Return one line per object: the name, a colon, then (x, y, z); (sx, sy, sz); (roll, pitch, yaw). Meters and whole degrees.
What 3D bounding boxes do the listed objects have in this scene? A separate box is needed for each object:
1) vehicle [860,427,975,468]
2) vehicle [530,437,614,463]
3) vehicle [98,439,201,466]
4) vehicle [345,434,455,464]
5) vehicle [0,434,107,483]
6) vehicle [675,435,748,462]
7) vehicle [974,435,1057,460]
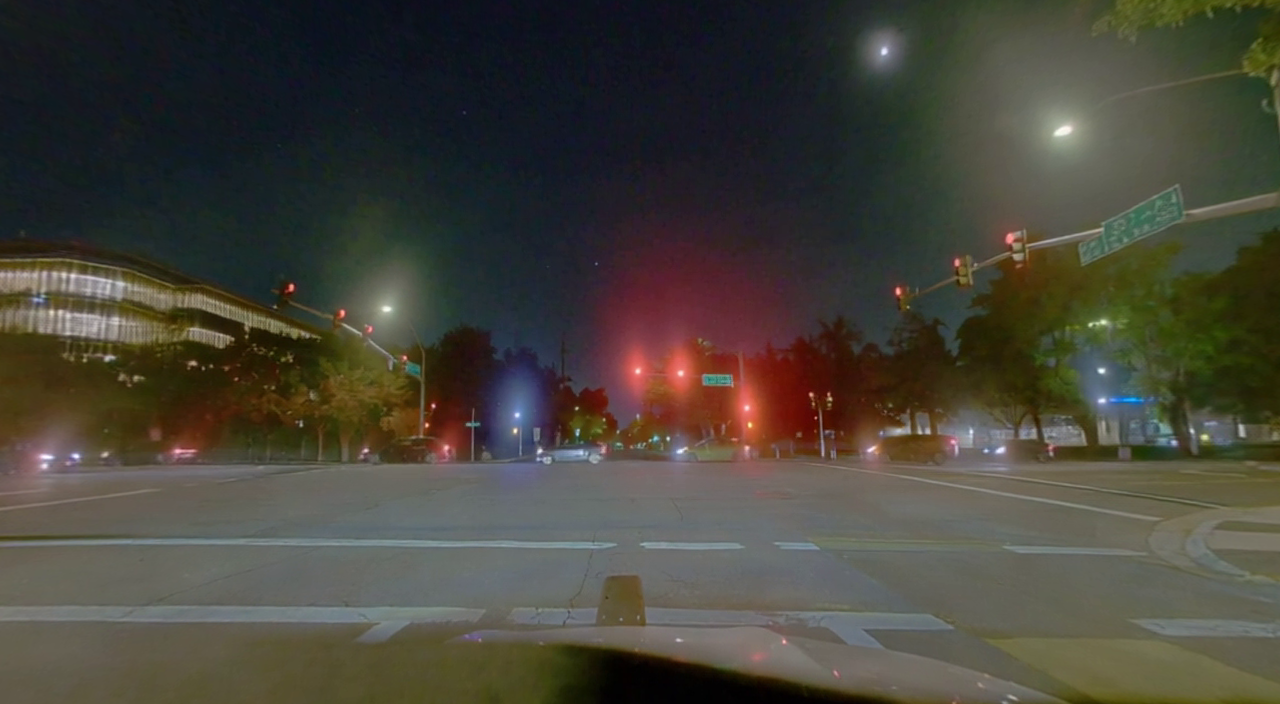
vehicle: (13.035, 4.486, 29.777); (4.662, 1.764, 2.064); (2, -9, -18)
vehicle: (-3.969, 5.777, 37.264); (4.724, 1.452, 1.870); (0, -9, 1)
vehicle: (-28.687, 5.872, 37.017); (4.519, 1.476, 1.767); (0, -9, 0)
vehicle: (-15.276, 6.190, 40.421); (6.133, 1.833, 2.155); (-1, -9, 1)
vehicle: (-21.956, 3.715, 22.154); (4.624, 1.593, 2.018); (0, -9, 0)
vehicle: (4.584, 6.238, 41.020); (4.488, 1.667, 1.869); (-1, -9, 1)
vehicle: (23.887, 6.078, 40.289); (4.100, 1.509, 1.853); (0, -9, 0)
